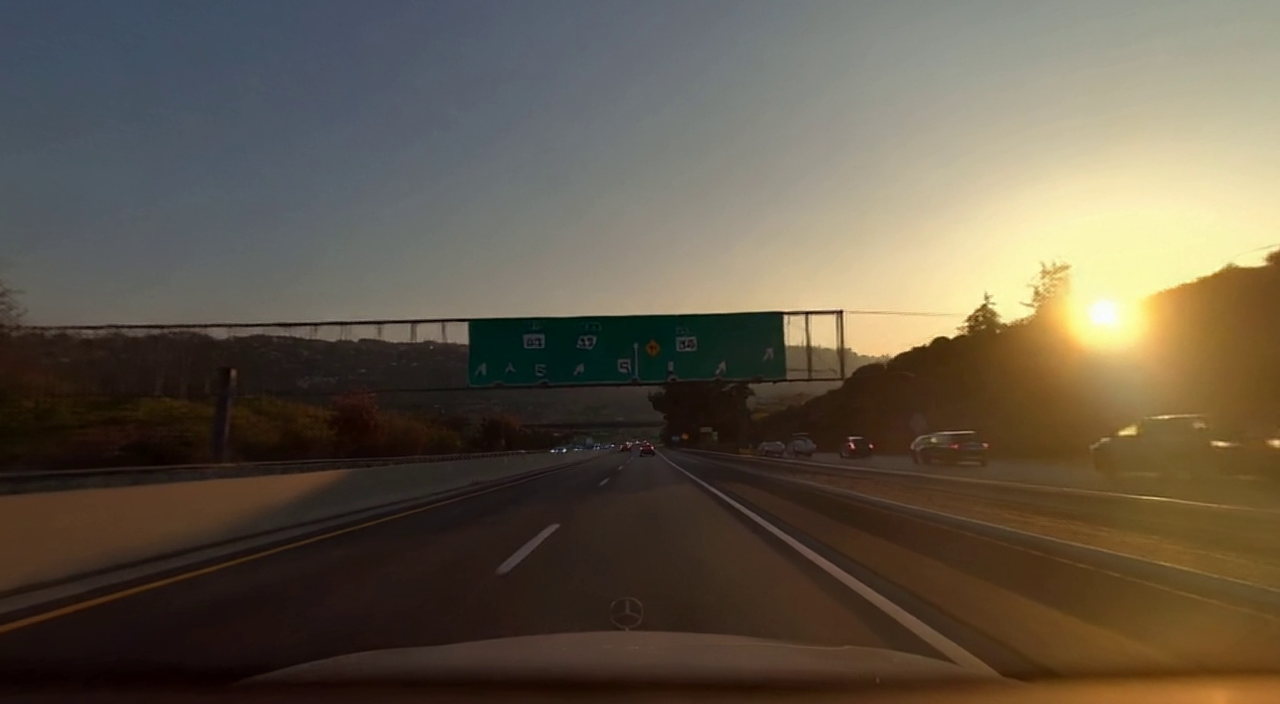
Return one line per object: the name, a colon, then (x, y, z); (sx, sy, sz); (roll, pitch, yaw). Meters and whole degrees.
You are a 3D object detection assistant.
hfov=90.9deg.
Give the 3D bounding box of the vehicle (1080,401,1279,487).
vehicle: (27.166, 4.711, 32.255); (2.998, 3.768, 8.212); (0, -9, -2)
